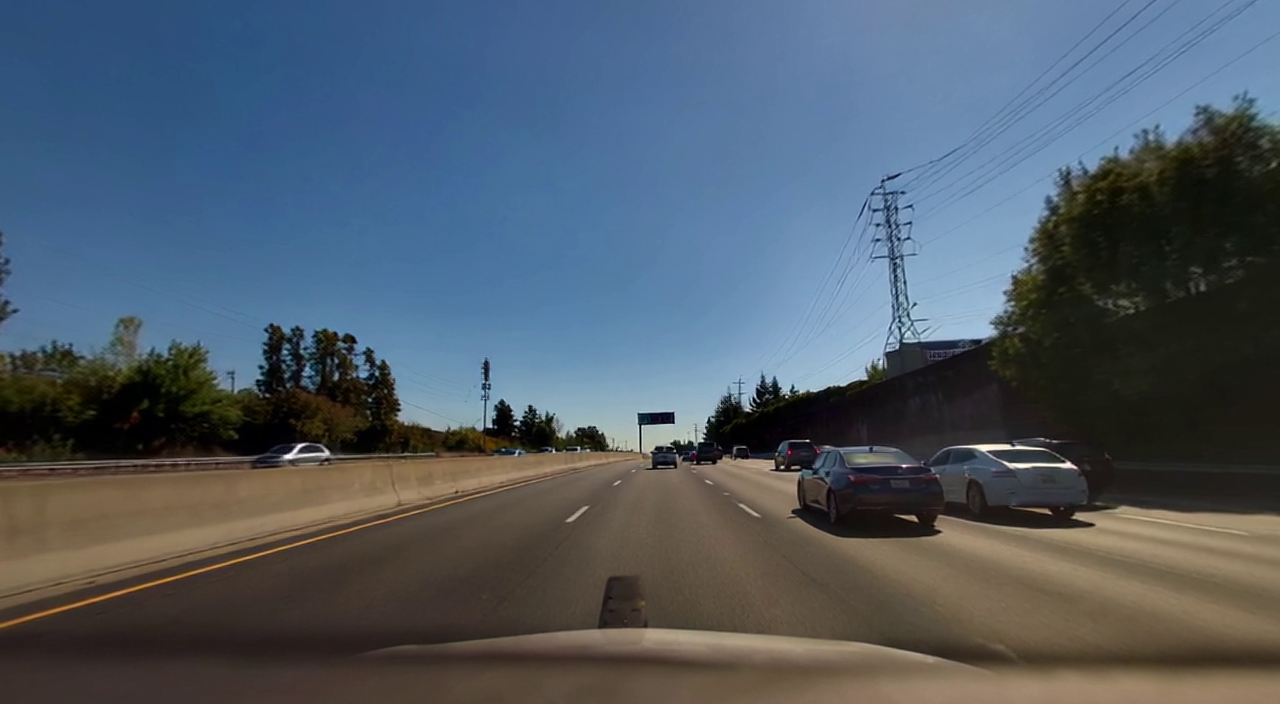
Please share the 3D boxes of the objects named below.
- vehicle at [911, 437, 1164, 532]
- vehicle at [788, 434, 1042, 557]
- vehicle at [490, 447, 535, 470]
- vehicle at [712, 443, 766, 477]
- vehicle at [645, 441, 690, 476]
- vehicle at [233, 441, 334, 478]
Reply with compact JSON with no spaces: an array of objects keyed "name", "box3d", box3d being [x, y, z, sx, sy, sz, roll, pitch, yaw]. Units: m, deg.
[{"name":"vehicle","box3d":[7.246,2.424,12.272,1.937,1.477,4.696,0,-8,1]},{"name":"vehicle","box3d":[3.884,2.074,9.956,1.986,1.478,4.429,0,-8,0]},{"name":"vehicle","box3d":[-8.383,7.005,41.752,1.892,1.385,4.029,-1,-8,3]},{"name":"vehicle","box3d":[4.502,4.975,29.276,1.936,1.465,4.060,0,-8,1]},{"name":"vehicle","box3d":[1.333,5.136,30.574,2.042,1.581,3.769,0,-8,2]},{"name":"vehicle","box3d":[-16.930,5.123,30.288,2.022,1.618,4.617,0,-8,2]}]
